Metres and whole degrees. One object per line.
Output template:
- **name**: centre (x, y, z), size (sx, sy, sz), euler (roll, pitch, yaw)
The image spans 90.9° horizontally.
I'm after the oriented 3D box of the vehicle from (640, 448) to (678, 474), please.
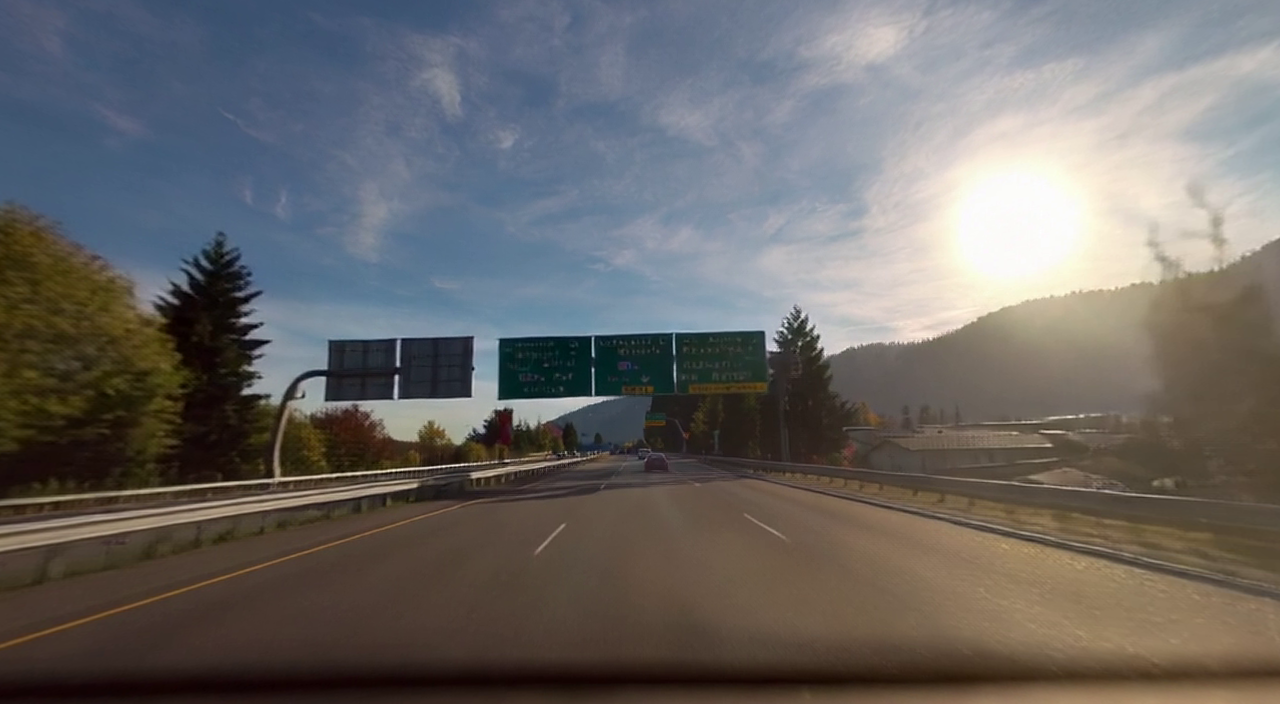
- **vehicle**: centre (1.064, 6.377, 37.103), size (2.036, 1.457, 3.471), euler (0, -9, -1)
